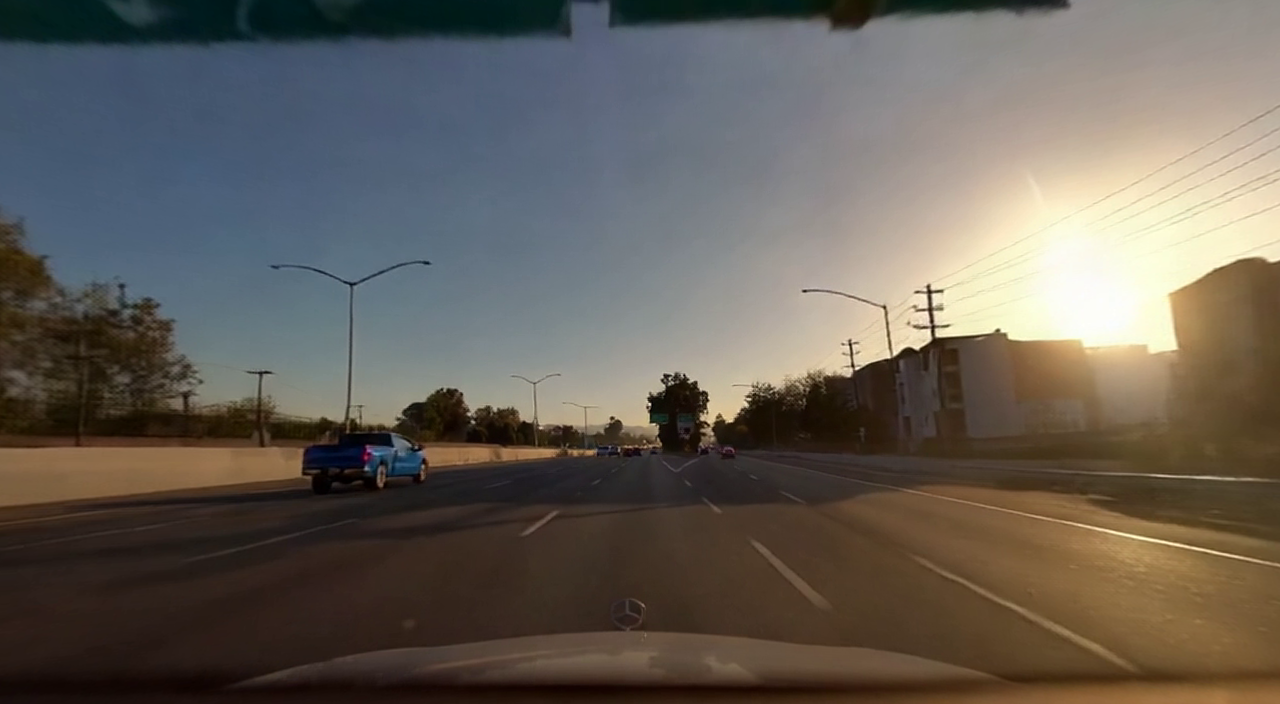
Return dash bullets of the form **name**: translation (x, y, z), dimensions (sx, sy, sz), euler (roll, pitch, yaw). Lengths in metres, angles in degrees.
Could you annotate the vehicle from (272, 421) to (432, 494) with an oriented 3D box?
- **vehicle**: translation (-9.815, 3.686, 22.277), dimensions (2.667, 2.213, 6.081), euler (0, -8, 1)
